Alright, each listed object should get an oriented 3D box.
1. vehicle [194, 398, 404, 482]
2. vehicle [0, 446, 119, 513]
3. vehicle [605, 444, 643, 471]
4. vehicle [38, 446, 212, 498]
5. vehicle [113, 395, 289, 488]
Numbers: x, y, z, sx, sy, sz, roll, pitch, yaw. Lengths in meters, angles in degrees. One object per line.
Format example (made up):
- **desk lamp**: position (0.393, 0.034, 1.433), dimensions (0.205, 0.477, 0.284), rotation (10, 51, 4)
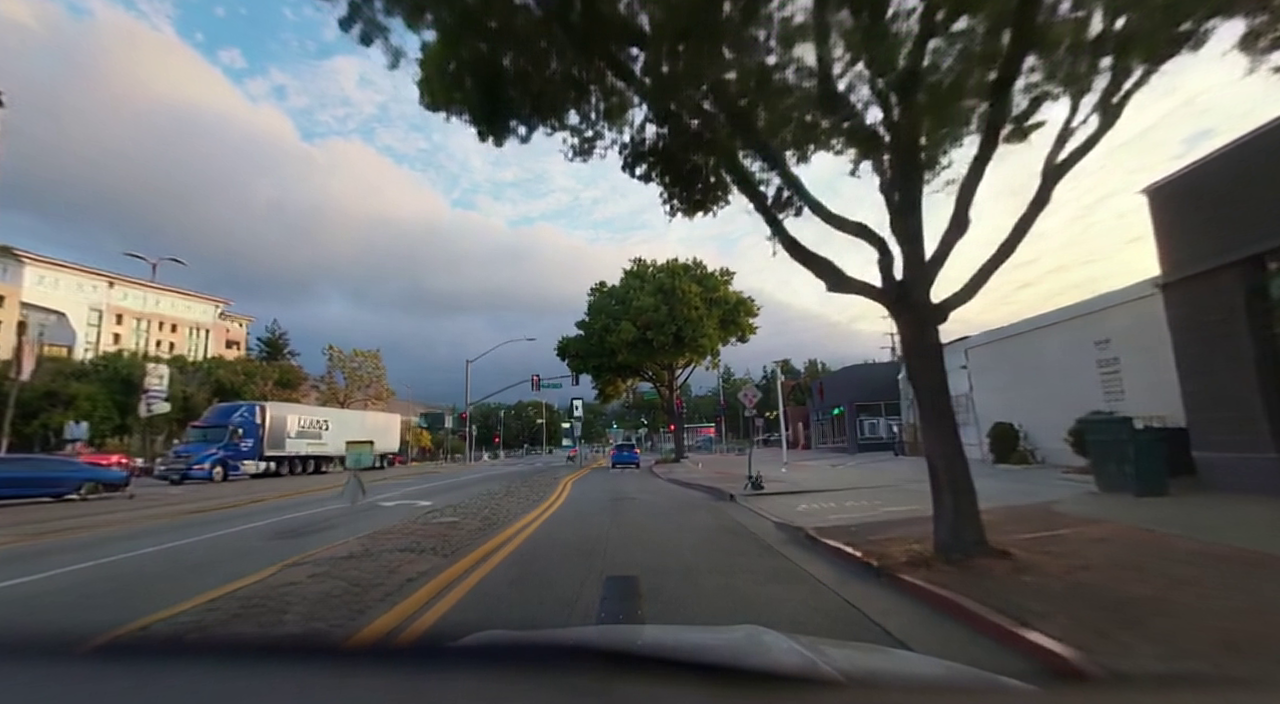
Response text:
- **vehicle**: position (-18.844, 5.140, 36.550), dimensions (2.792, 4.025, 11.784), rotation (-3, -9, 18)
- **vehicle**: position (-17.620, 3.467, 17.325), dimensions (2.101, 1.721, 4.587), rotation (-3, -9, 18)
- **vehicle**: position (-0.854, 5.991, 36.062), dimensions (2.006, 1.470, 3.799), rotation (0, -8, 0)
- **vehicle**: position (-19.230, 4.438, 23.915), dimensions (1.988, 1.762, 4.653), rotation (-3, -9, 18)
- **vehicle**: position (-20.847, 4.338, 30.538), dimensions (3.045, 3.961, 6.104), rotation (-3, -9, 17)
